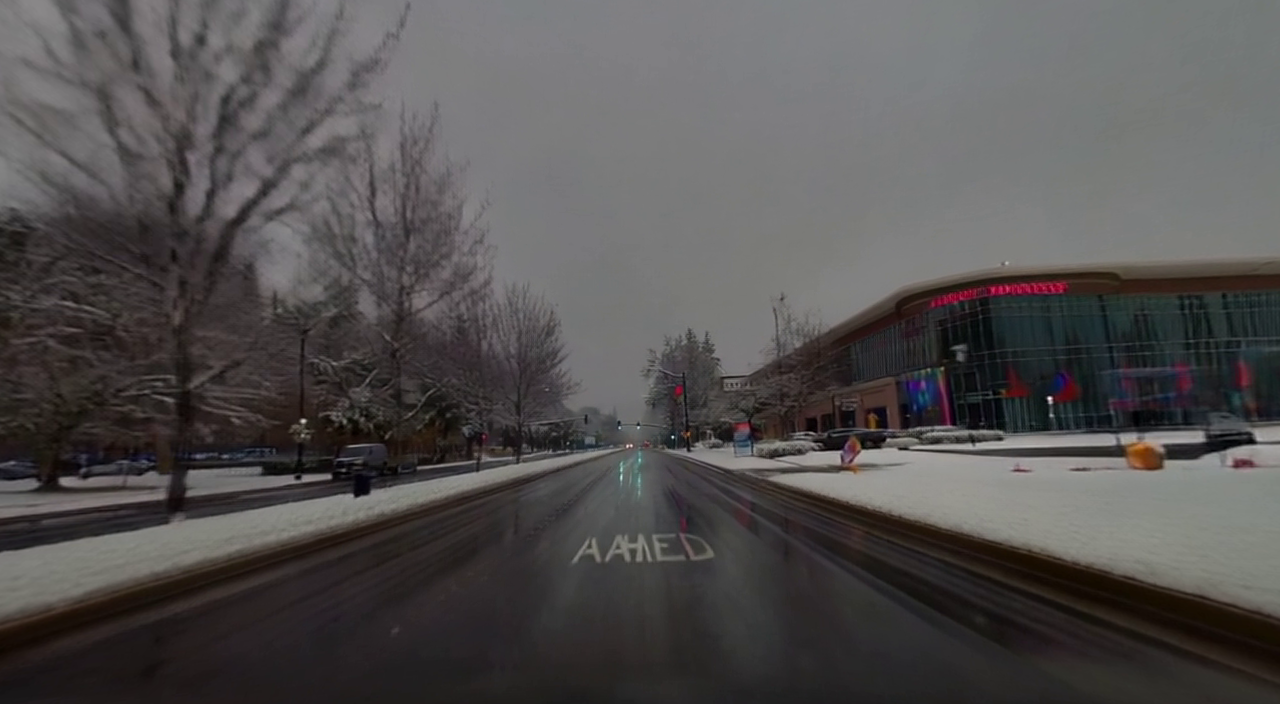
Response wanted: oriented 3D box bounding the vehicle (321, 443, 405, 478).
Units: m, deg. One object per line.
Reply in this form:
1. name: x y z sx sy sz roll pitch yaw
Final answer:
1. vehicle: -17.338 6.798 39.719 2.617 1.997 5.830 0 -9 0
